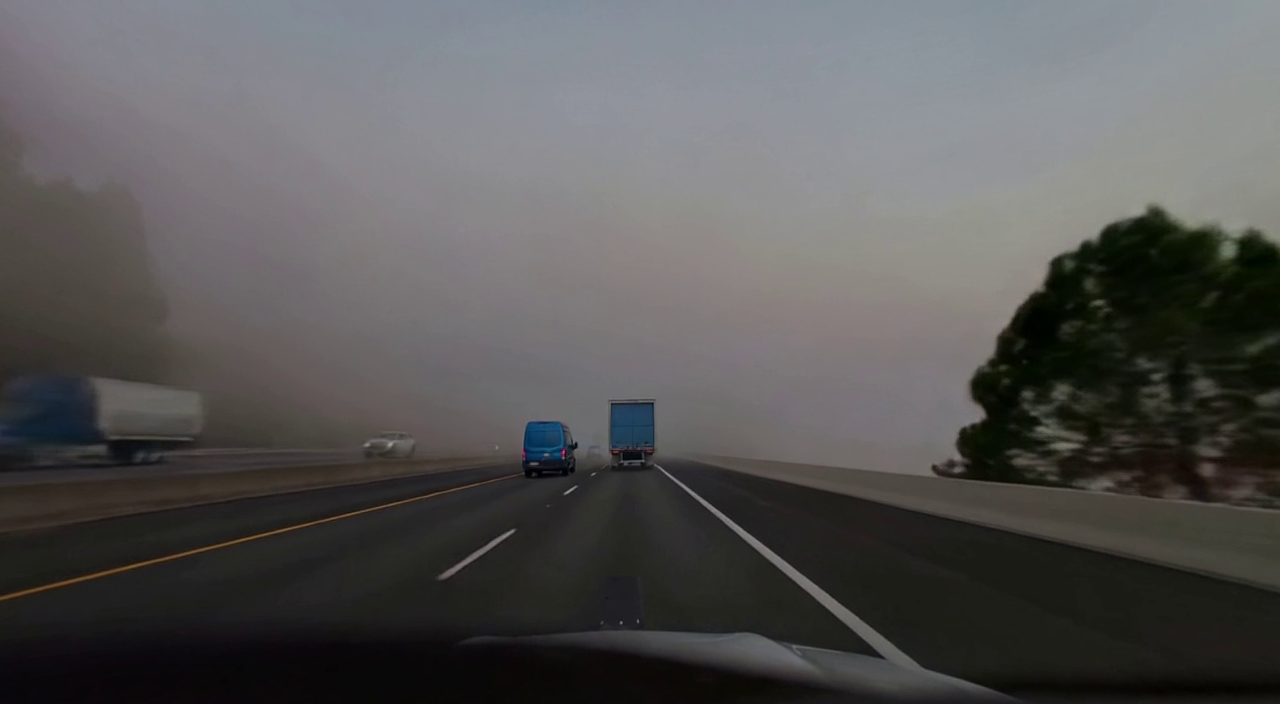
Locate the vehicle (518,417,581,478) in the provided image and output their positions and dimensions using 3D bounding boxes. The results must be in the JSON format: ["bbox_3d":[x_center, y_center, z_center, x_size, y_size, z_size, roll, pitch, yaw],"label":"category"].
[{"bbox_3d":[-4.500,4.937,32.497,2.357,2.786,6.144,0,-9,-1],"label":"vehicle"}]

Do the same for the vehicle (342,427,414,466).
[{"bbox_3d":[-13.472,4.915,32.729,1.872,1.826,4.350,0,-9,0],"label":"vehicle"}]

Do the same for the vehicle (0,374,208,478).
[{"bbox_3d":[-17.713,2.551,20.908,2.450,2.949,5.978,0,-9,0],"label":"vehicle"}]

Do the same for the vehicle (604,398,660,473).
[{"bbox_3d":[-0.451,5.319,39.316,2.995,4.036,10.311,0,-9,0],"label":"vehicle"}]
